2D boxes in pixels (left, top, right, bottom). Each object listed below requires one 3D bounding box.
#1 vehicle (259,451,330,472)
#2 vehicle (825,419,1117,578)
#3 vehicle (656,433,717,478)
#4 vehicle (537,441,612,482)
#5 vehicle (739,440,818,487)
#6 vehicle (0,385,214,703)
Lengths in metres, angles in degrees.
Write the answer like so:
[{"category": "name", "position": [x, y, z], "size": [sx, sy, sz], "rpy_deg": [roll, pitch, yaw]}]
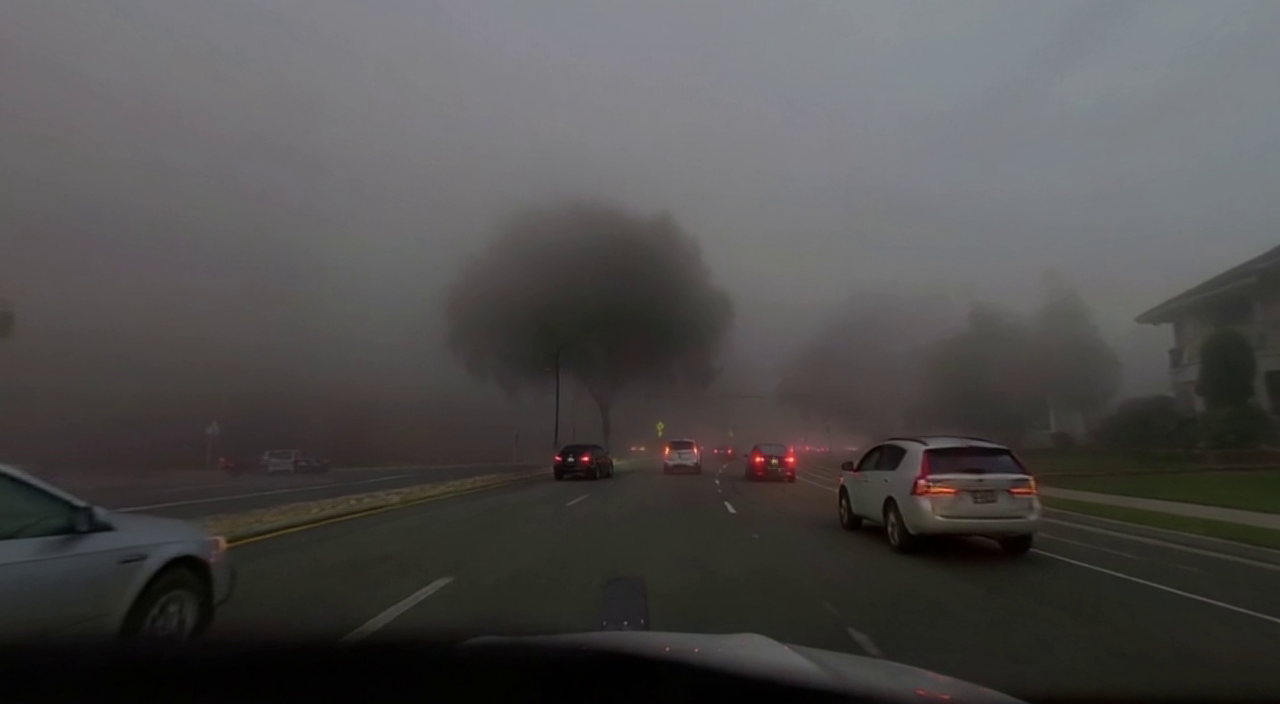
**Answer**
[{"category": "vehicle", "position": [-25.760, 8.150, 47.002], "size": [4.565, 1.478, 1.989], "rpy_deg": [-3, -9, 18]}, {"category": "vehicle", "position": [3.767, 1.705, 7.980], "size": [1.859, 1.540, 3.454], "rpy_deg": [-1, -9, 2]}, {"category": "vehicle", "position": [2.111, 4.475, 27.384], "size": [2.250, 1.768, 4.574], "rpy_deg": [-2, -9, 9]}, {"category": "vehicle", "position": [-2.470, 4.291, 25.037], "size": [2.006, 1.464, 4.586], "rpy_deg": [-1, -9, 7]}, {"category": "vehicle", "position": [4.720, 3.854, 22.148], "size": [2.117, 1.472, 4.158], "rpy_deg": [-1, -9, 4]}, {"category": "vehicle", "position": [-3.641, 0.698, 1.312], "size": [2.169, 1.468, 4.716], "rpy_deg": [0, -9, 1]}]
